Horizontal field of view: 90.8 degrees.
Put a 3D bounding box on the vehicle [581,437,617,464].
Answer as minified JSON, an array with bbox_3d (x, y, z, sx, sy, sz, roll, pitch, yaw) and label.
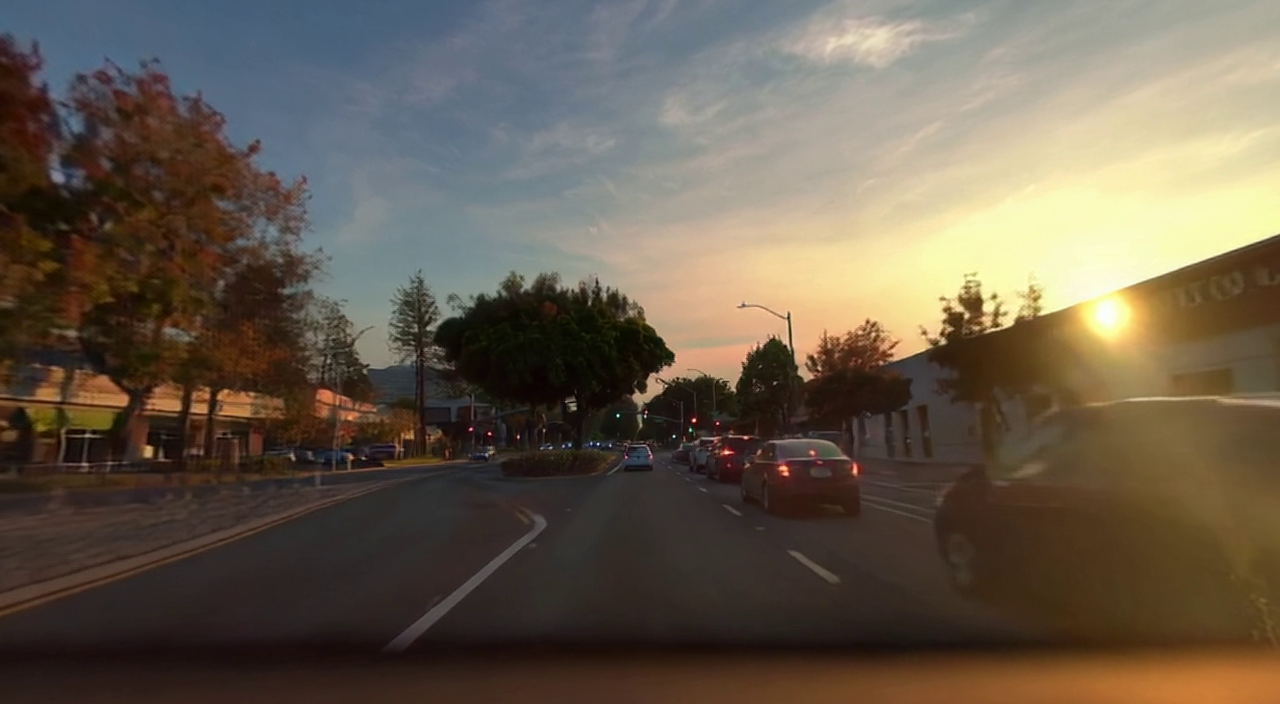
[{"bbox_3d":[-2.906,7.150,46.040,2.280,1.810,4.903,-1,-9,0],"label":"vehicle"}]

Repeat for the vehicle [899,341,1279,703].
[{"bbox_3d":[3.492,0.997,3.793,2.085,1.668,4.077,0,-9,-1],"label":"vehicle"}]

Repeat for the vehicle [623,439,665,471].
[{"bbox_3d":[0.159,5.273,32.433,2.023,1.532,3.891,0,-9,-1],"label":"vehicle"}]

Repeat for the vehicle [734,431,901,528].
[{"bbox_3d":[3.133,2.354,12.289,1.864,1.484,4.662,0,-9,0],"label":"vehicle"}]
